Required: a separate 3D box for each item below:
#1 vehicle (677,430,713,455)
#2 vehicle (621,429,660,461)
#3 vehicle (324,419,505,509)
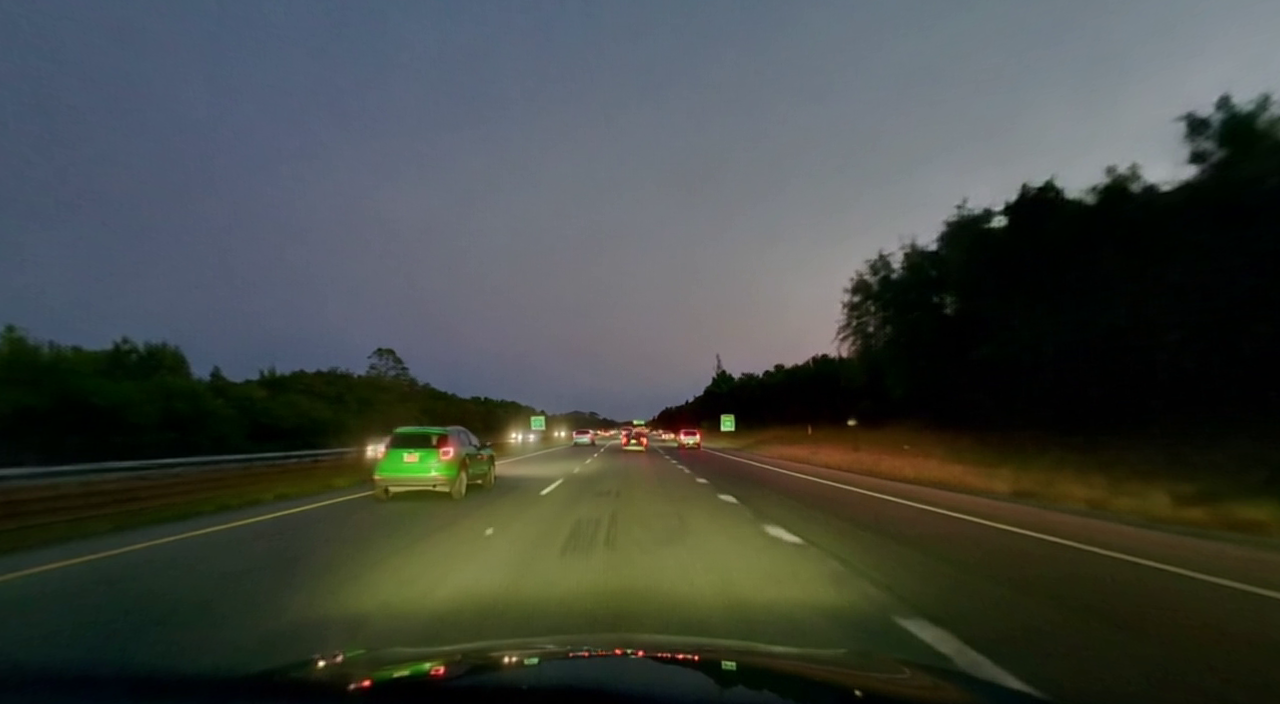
[{"bbox_3d":[3.541,5.899,41.258,1.841,1.491,3.869,0,-8,-2],"label":"vehicle"},{"bbox_3d":[0.034,4.652,31.701,1.869,1.466,3.356,0,-8,1],"label":"vehicle"},{"bbox_3d":[-4.323,2.210,13.085,2.023,1.512,4.804,0,-8,-1],"label":"vehicle"}]
